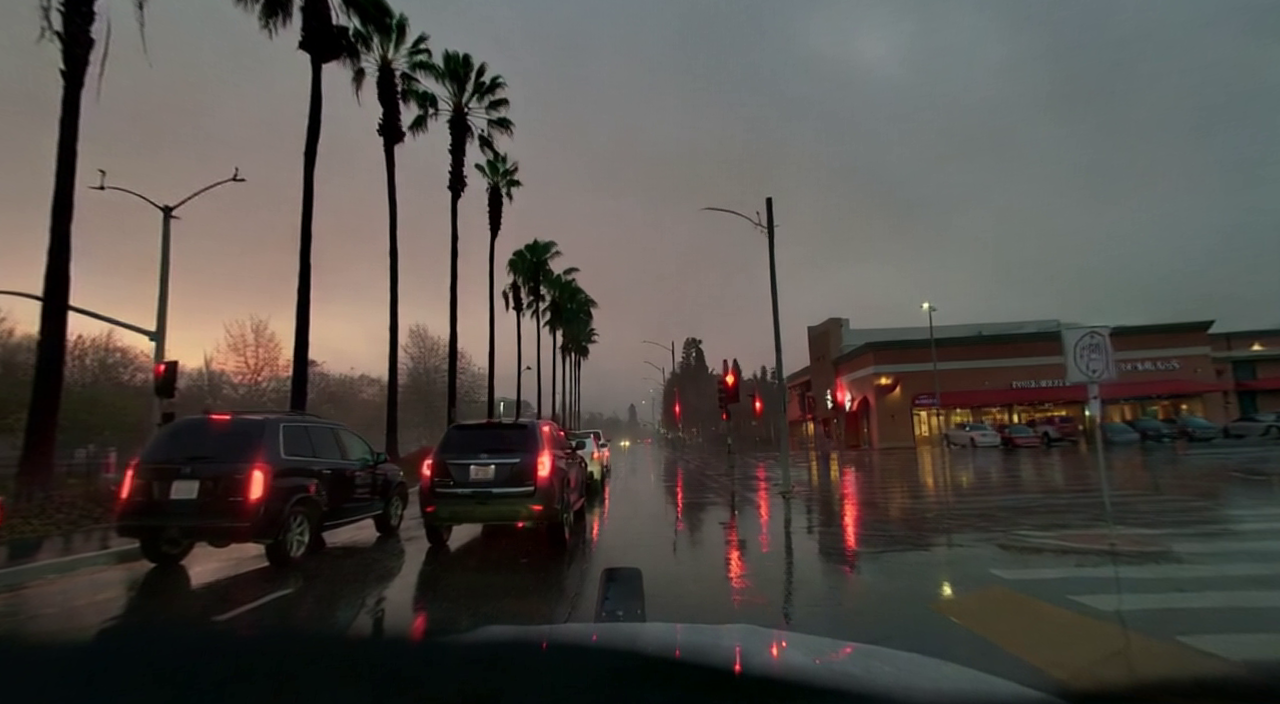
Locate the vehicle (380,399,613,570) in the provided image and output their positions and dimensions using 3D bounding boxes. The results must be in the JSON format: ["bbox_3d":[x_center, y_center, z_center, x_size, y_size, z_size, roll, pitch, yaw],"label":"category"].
[{"bbox_3d":[-1.584,1.705,8.804,2.153,1.759,4.320,0,-9,1],"label":"vehicle"}]

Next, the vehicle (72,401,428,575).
[{"bbox_3d":[-5.021,1.826,9.264,2.025,1.862,4.804,0,-9,1],"label":"vehicle"}]
